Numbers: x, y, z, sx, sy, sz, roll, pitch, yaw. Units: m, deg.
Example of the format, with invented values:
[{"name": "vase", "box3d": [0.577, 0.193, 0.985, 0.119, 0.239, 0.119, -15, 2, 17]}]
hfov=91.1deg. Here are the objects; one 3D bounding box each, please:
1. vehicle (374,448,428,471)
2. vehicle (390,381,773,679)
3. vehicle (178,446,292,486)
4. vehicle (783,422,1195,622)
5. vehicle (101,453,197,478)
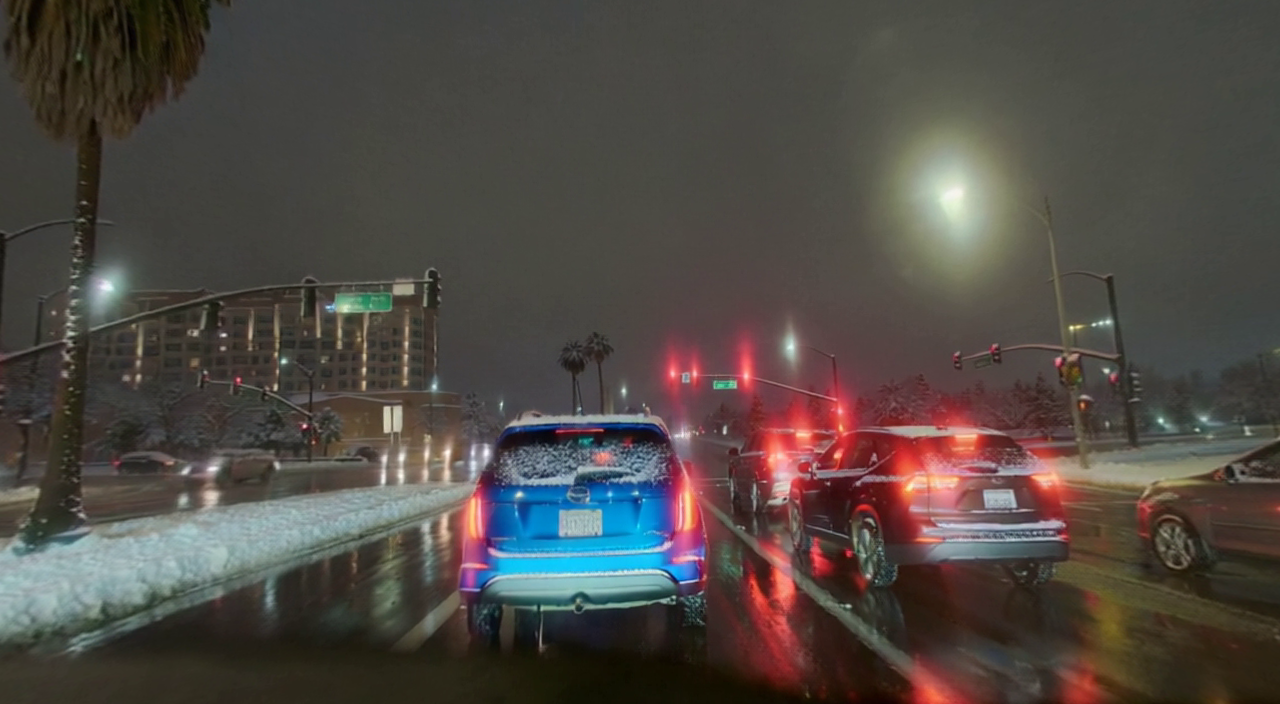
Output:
[{"name": "vehicle", "box3d": [-16.784, 7.568, 44.315, 1.951, 1.500, 4.372, 0, -9, 1]}, {"name": "vehicle", "box3d": [-0.335, 1.314, 5.689, 2.172, 1.694, 4.055, 0, -8, 0]}, {"name": "vehicle", "box3d": [-19.826, 5.541, 31.068, 2.119, 1.786, 5.252, 0, -9, 0]}, {"name": "vehicle", "box3d": [3.119, 1.605, 6.985, 1.971, 1.473, 4.495, 0, -8, 0]}, {"name": "vehicle", "box3d": [-36.777, 8.513, 47.101, 5.347, 1.785, 2.123, 0, -8, 1]}]
